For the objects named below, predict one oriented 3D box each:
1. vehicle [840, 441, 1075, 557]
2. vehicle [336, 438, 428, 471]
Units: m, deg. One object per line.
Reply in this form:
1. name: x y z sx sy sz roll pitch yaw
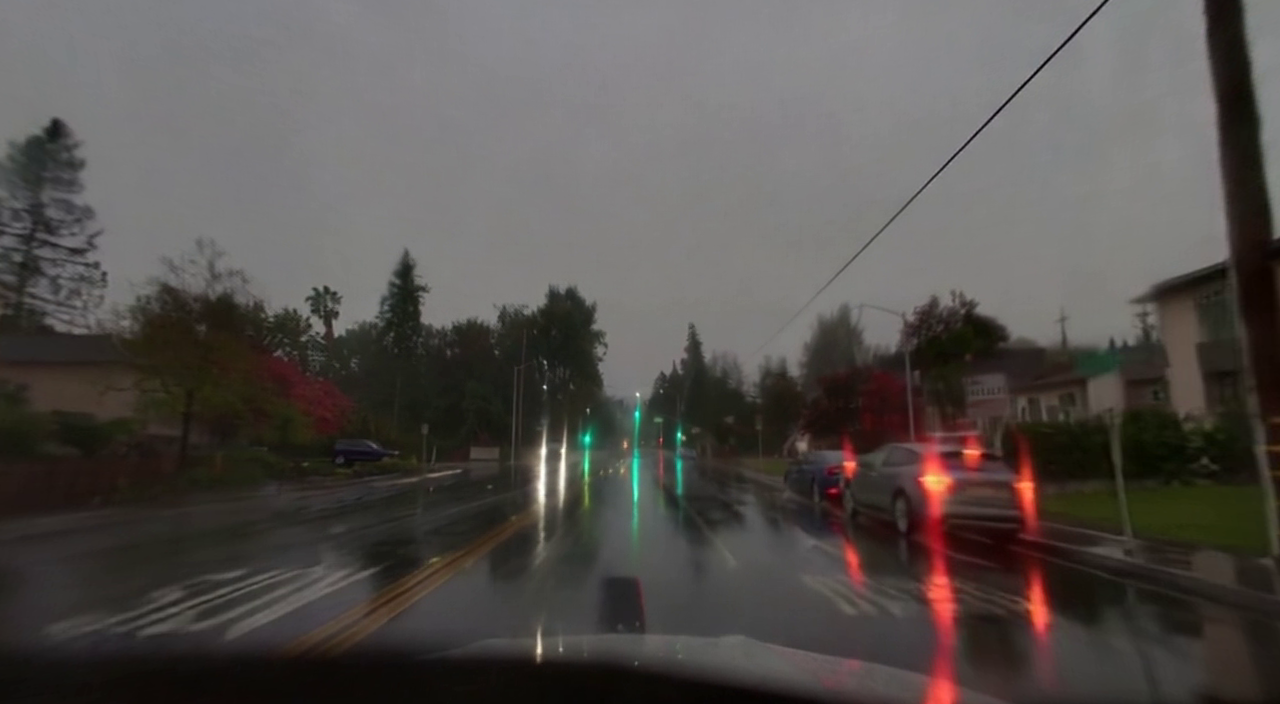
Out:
1. vehicle: 5.173 2.395 11.120 1.891 1.611 4.269 0 -8 0
2. vehicle: -16.232 6.429 39.748 5.125 1.941 2.086 4 -9 -26
